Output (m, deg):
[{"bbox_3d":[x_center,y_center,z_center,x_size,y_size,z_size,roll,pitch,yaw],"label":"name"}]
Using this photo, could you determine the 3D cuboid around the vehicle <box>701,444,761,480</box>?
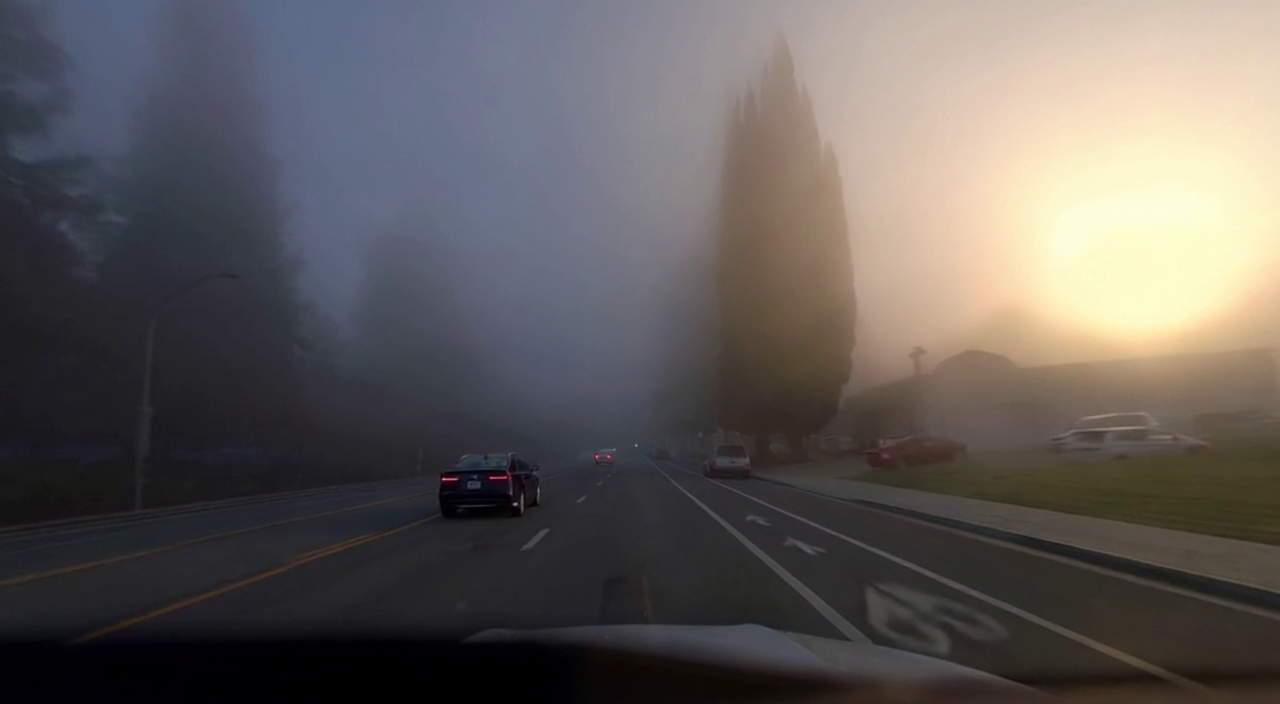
[{"bbox_3d":[4.335,5.321,30.855,2.107,1.620,4.793,0,-9,-2],"label":"vehicle"}]

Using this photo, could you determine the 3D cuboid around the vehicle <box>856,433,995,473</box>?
[{"bbox_3d":[11.718,4.173,26.139,4.766,1.585,2.020,0,-9,-3],"label":"vehicle"}]

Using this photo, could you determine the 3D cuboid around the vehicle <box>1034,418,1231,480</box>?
[{"bbox_3d":[14.216,2.813,18.389,3.965,1.543,2.021,-2,-9,0],"label":"vehicle"}]

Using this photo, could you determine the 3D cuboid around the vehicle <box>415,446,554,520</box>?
[{"bbox_3d":[-3.427,2.961,14.866,2.099,1.470,4.302,0,-9,1],"label":"vehicle"}]
